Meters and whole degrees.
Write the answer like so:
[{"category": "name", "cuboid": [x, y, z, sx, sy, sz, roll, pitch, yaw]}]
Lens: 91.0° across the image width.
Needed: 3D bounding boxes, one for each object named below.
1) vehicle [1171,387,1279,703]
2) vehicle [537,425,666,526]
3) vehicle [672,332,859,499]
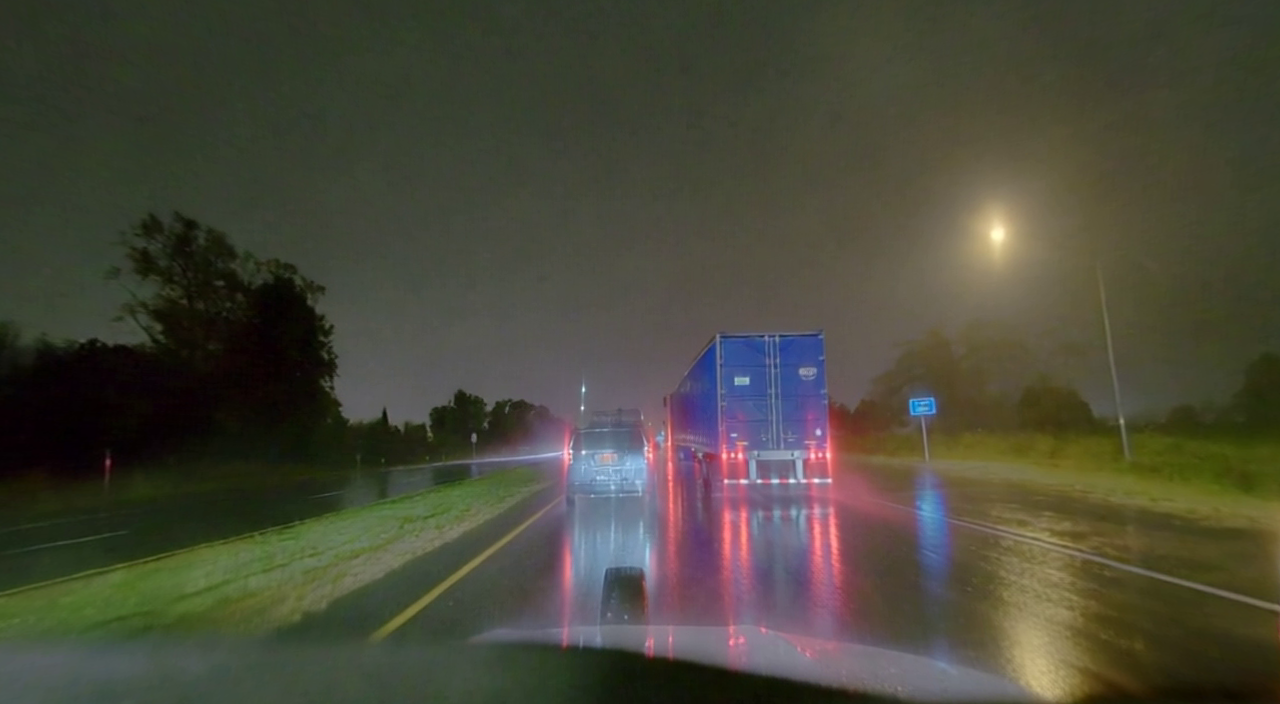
[{"category": "vehicle", "cuboid": [3.550, 0.624, 0.616, 1.960, 1.515, 4.713, 0, -8, 0]}, {"category": "vehicle", "cuboid": [-0.619, 2.221, 11.875, 2.009, 1.554, 4.013, 0, -8, -1]}, {"category": "vehicle", "cuboid": [3.629, 2.782, 24.523, 3.591, 4.290, 16.696, 0, -8, -1]}]
